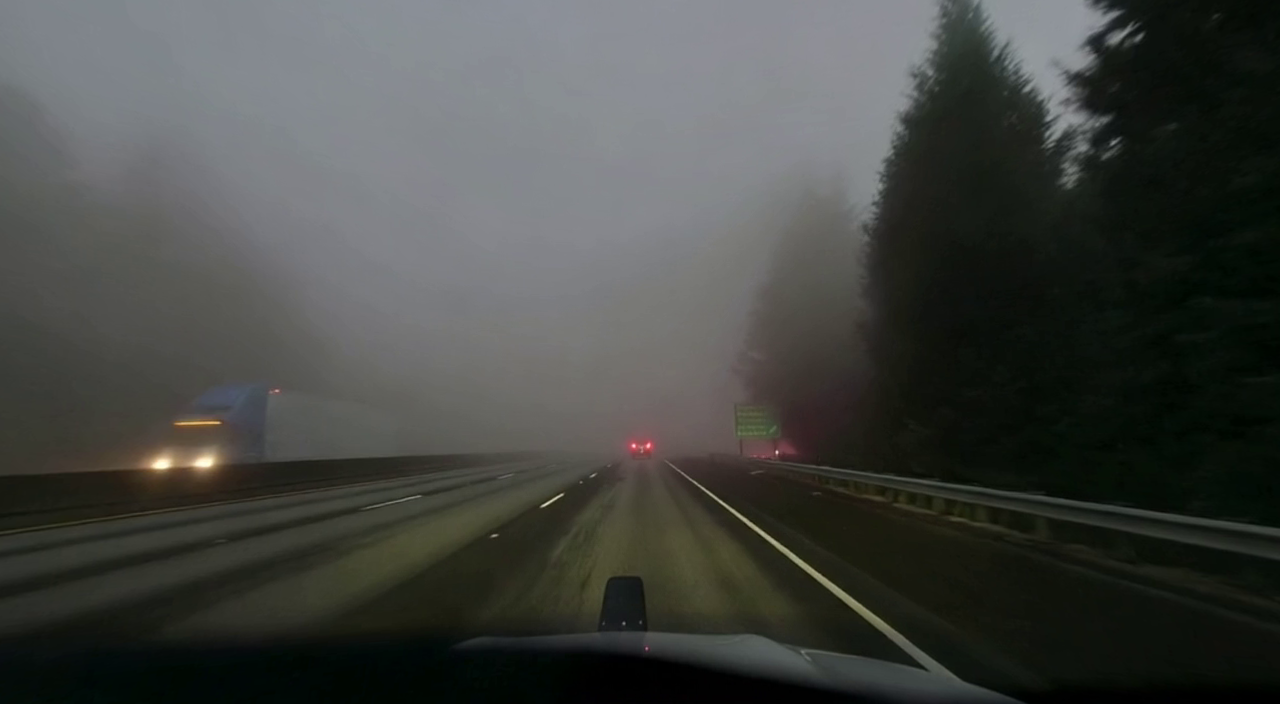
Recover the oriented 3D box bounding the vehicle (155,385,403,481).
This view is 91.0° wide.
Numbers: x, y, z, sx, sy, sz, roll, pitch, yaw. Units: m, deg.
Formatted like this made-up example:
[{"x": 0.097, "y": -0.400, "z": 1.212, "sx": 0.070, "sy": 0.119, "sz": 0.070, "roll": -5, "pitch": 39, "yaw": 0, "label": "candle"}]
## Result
[{"x": -17.511, "y": 4.448, "z": 33.543, "sx": 2.986, "sy": 3.793, "sz": 17.217, "roll": 0, "pitch": -8, "yaw": 1, "label": "vehicle"}]
